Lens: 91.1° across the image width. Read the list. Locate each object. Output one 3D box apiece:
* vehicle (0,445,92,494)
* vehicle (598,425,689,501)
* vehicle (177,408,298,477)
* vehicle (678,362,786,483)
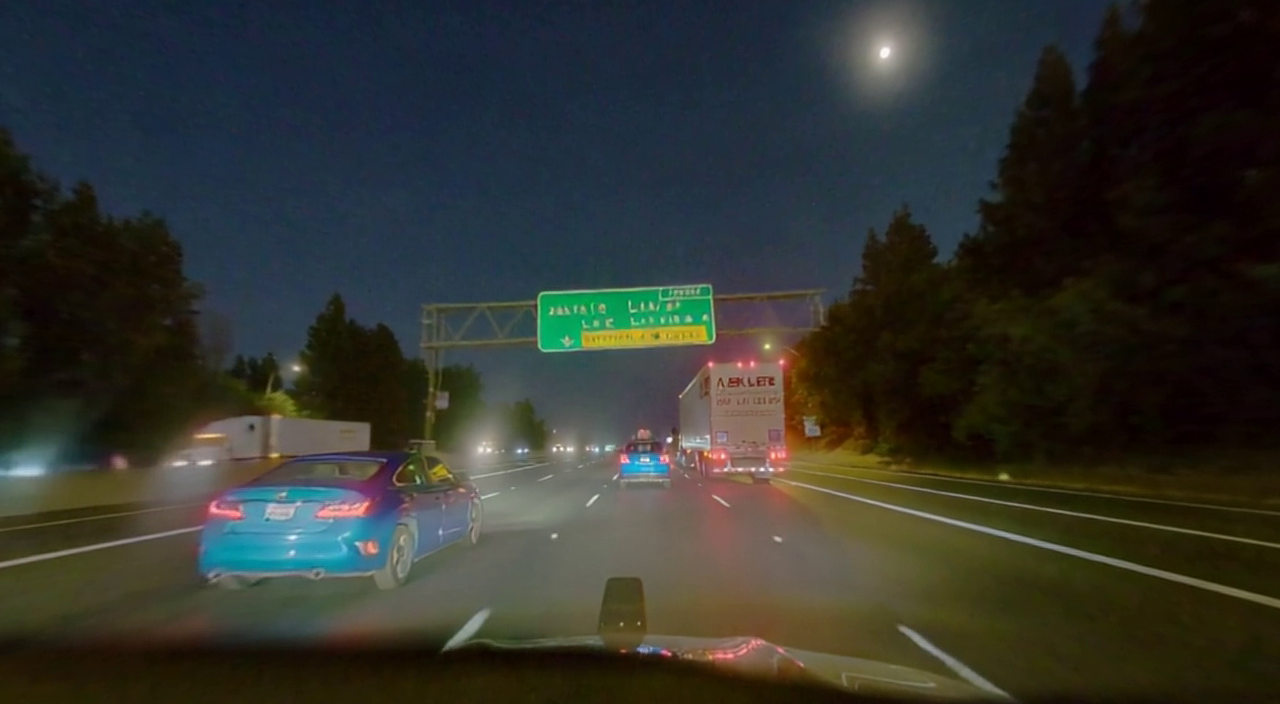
[{"bbox_3d":[-22.226,4.045,21.860,1.966,1.606,4.695,0,-9,1],"label":"vehicle"},{"bbox_3d":[0.087,2.832,16.354,2.054,1.706,4.201,0,-9,0],"label":"vehicle"},{"bbox_3d":[-25.690,5.857,40.622,3.012,4.033,7.003,0,-9,0],"label":"vehicle"},{"bbox_3d":[3.595,3.564,29.331,2.909,4.135,15.820,0,-9,1],"label":"vehicle"}]
